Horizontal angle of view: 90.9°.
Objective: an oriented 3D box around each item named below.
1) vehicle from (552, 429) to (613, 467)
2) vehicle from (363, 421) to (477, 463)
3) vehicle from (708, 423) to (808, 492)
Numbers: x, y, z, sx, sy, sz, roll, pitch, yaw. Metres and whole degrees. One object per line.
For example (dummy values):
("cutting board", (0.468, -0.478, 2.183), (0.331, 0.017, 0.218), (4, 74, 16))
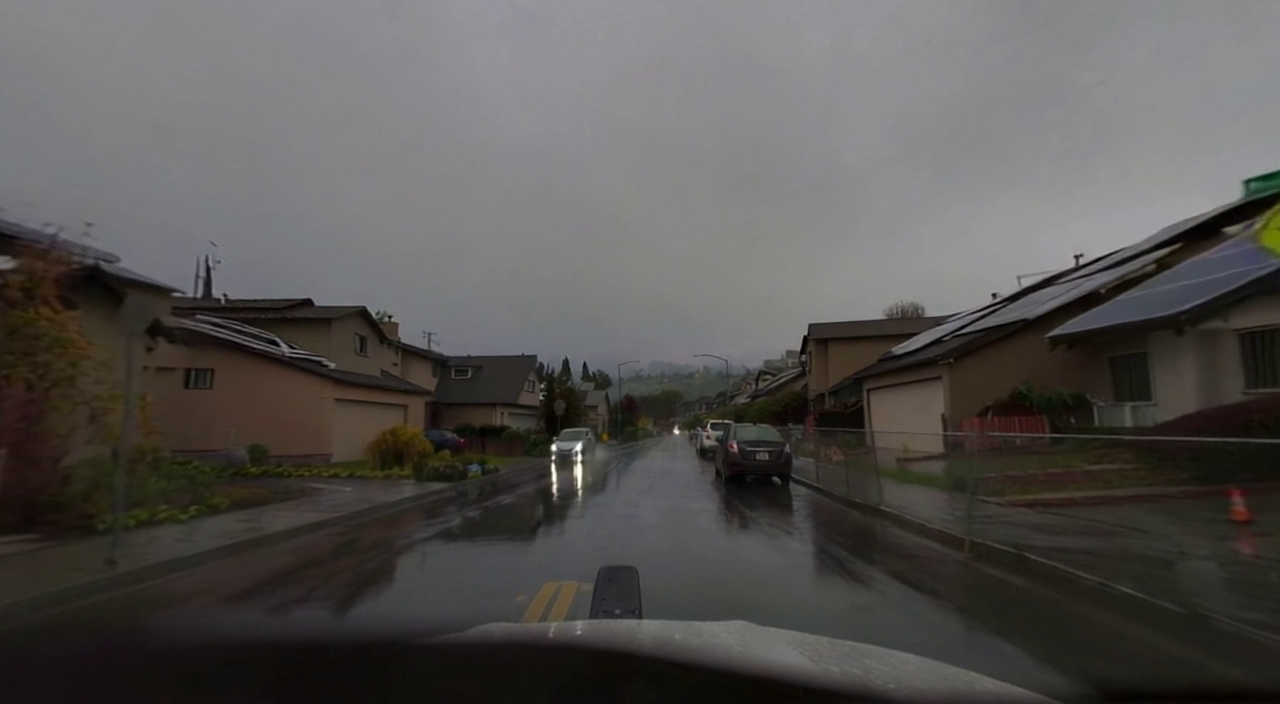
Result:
("vehicle", (-2.391, 4.117, 27.364), (1.972, 1.499, 4.191), (-1, -8, 4))
("vehicle", (-9.720, 3.994, 28.070), (4.205, 1.745, 2.121), (-1, -8, 5))
("vehicle", (2.823, 2.604, 15.966), (1.998, 1.494, 3.927), (-1, -8, 3))
